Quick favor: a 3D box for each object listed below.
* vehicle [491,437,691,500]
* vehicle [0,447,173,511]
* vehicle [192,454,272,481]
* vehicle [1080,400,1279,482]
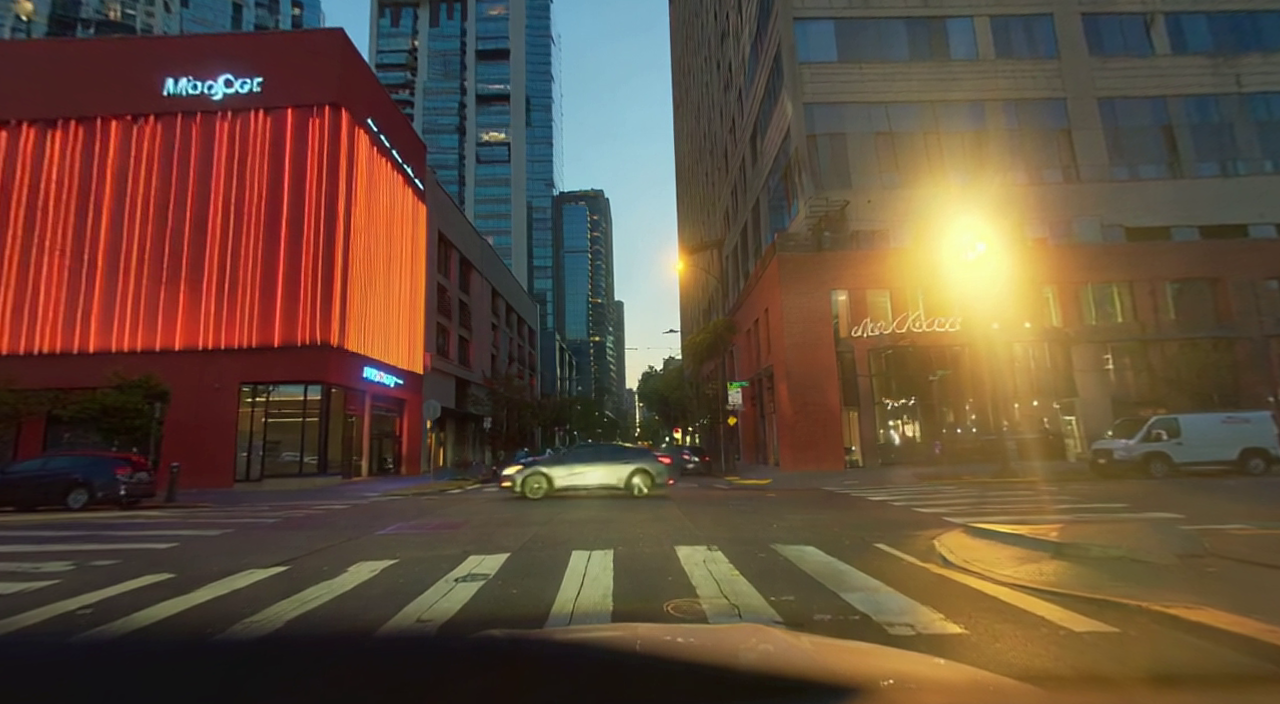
[{"bbox_3d":[-1.280,2.997,16.519,4.877,1.482,2.041,1,-9,-7],"label":"vehicle"},{"bbox_3d":[-16.149,3.485,17.588,4.558,1.635,2.008,1,-9,-6],"label":"vehicle"},{"bbox_3d":[-24.269,6.900,37.685,3.618,1.412,1.587,-1,-9,-7],"label":"vehicle"},{"bbox_3d":[18.541,3.009,21.401,5.384,2.586,2.358,0,-9,-1],"label":"vehicle"}]
